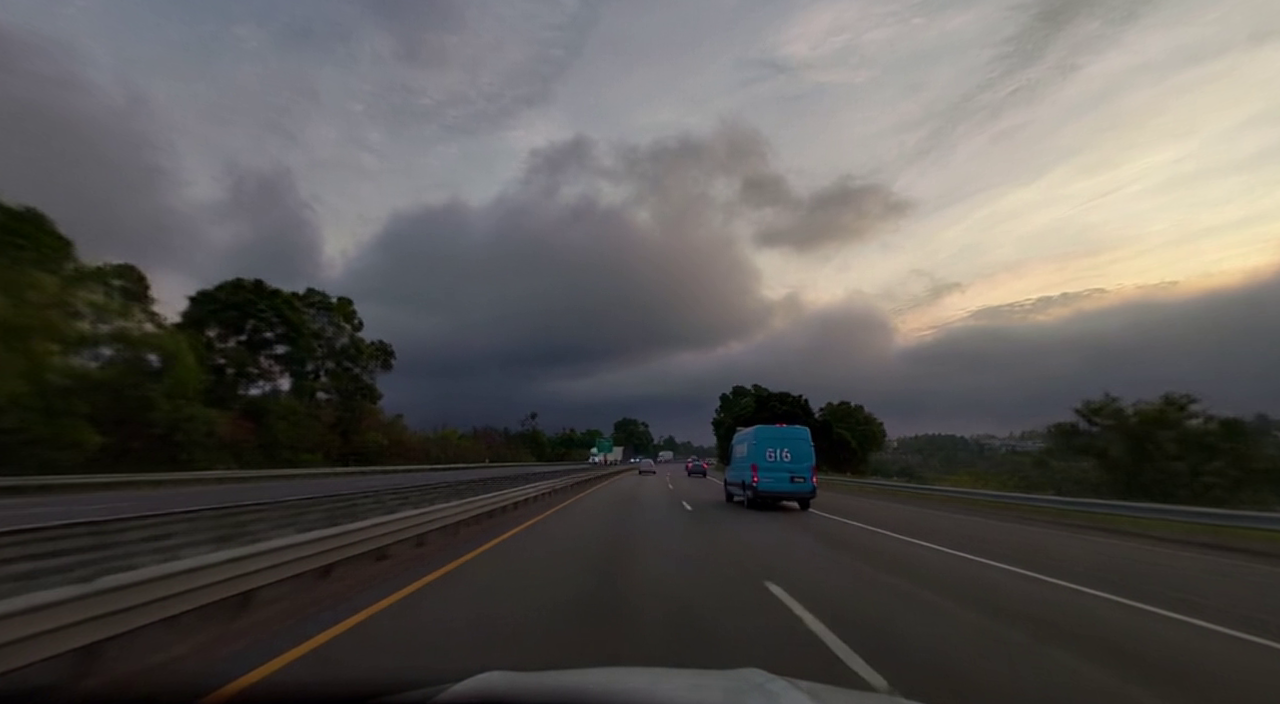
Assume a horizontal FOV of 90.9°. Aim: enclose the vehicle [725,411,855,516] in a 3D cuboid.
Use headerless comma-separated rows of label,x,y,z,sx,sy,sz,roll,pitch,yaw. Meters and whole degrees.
vehicle,4.162,3.327,18.755,2.366,2.595,5.793,1,-11,-1
